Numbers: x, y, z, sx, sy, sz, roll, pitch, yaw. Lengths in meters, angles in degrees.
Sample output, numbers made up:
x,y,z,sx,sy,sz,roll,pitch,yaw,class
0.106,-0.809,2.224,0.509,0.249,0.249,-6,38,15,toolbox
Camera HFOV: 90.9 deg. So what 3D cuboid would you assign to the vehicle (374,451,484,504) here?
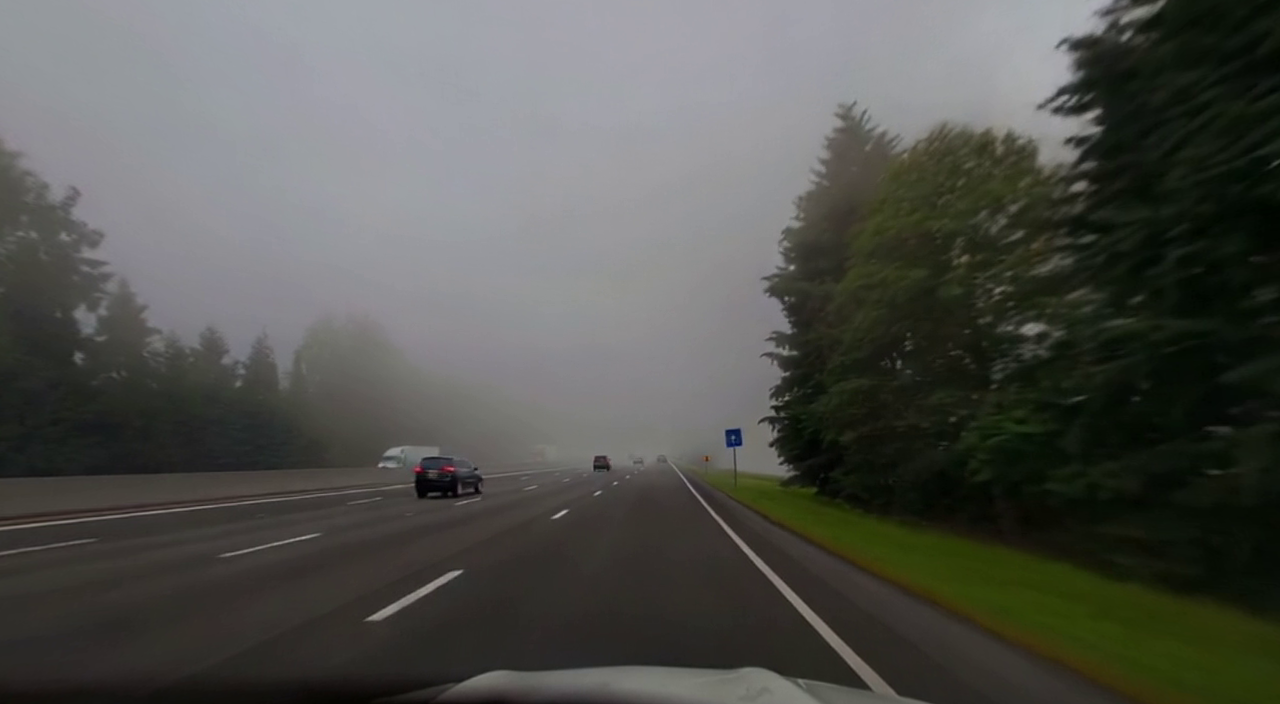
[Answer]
x,y,z,sx,sy,sz,roll,pitch,yaw,class
-6.954,4.154,21.322,1.996,1.579,4.439,0,-9,2,vehicle
